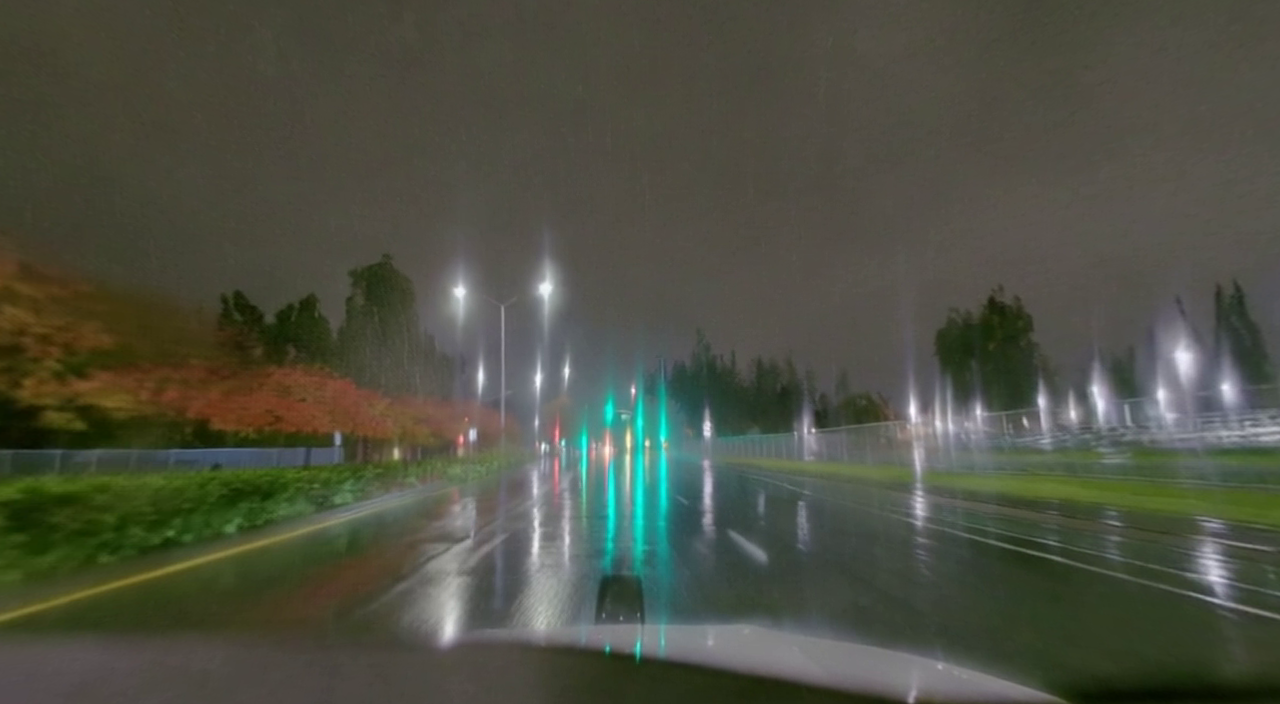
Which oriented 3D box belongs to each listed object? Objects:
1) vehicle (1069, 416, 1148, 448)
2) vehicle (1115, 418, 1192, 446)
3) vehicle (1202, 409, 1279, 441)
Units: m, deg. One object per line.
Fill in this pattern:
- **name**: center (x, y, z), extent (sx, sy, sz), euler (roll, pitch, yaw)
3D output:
- **vehicle**: center (26.121, 4.525, 35.461), extent (2.055, 1.645, 4.679), euler (-3, -8, 18)
- **vehicle**: center (29.243, 4.604, 36.150), extent (1.736, 1.440, 3.989), euler (-2, -8, 13)
- **vehicle**: center (34.743, 4.224, 36.160), extent (1.875, 1.686, 4.455), euler (-3, -8, 14)
